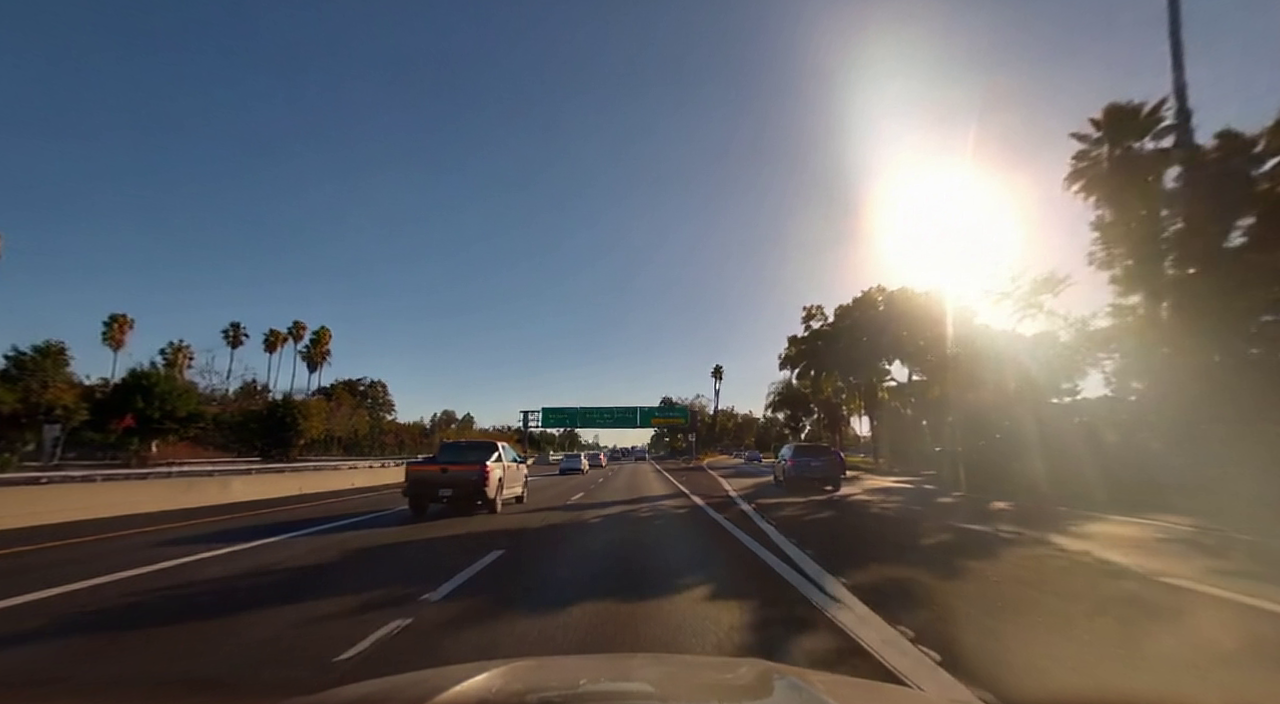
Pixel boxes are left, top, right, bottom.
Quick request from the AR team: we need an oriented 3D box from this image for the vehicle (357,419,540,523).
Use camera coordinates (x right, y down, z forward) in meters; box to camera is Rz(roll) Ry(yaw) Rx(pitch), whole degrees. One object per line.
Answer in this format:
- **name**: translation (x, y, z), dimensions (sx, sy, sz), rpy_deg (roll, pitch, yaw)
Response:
- **vehicle**: translation (-4.113, 2.726, 14.952), dimensions (2.420, 1.937, 5.916), rpy_deg (0, -9, 1)

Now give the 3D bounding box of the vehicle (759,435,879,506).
- **vehicle**: translation (5.055, 3.449, 18.745), dimensions (2.303, 1.791, 5.247), rpy_deg (-1, -9, 3)

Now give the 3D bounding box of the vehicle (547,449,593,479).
- **vehicle**: translation (-3.920, 6.367, 36.045), dimensions (2.052, 1.545, 4.470), rpy_deg (0, -9, 1)
